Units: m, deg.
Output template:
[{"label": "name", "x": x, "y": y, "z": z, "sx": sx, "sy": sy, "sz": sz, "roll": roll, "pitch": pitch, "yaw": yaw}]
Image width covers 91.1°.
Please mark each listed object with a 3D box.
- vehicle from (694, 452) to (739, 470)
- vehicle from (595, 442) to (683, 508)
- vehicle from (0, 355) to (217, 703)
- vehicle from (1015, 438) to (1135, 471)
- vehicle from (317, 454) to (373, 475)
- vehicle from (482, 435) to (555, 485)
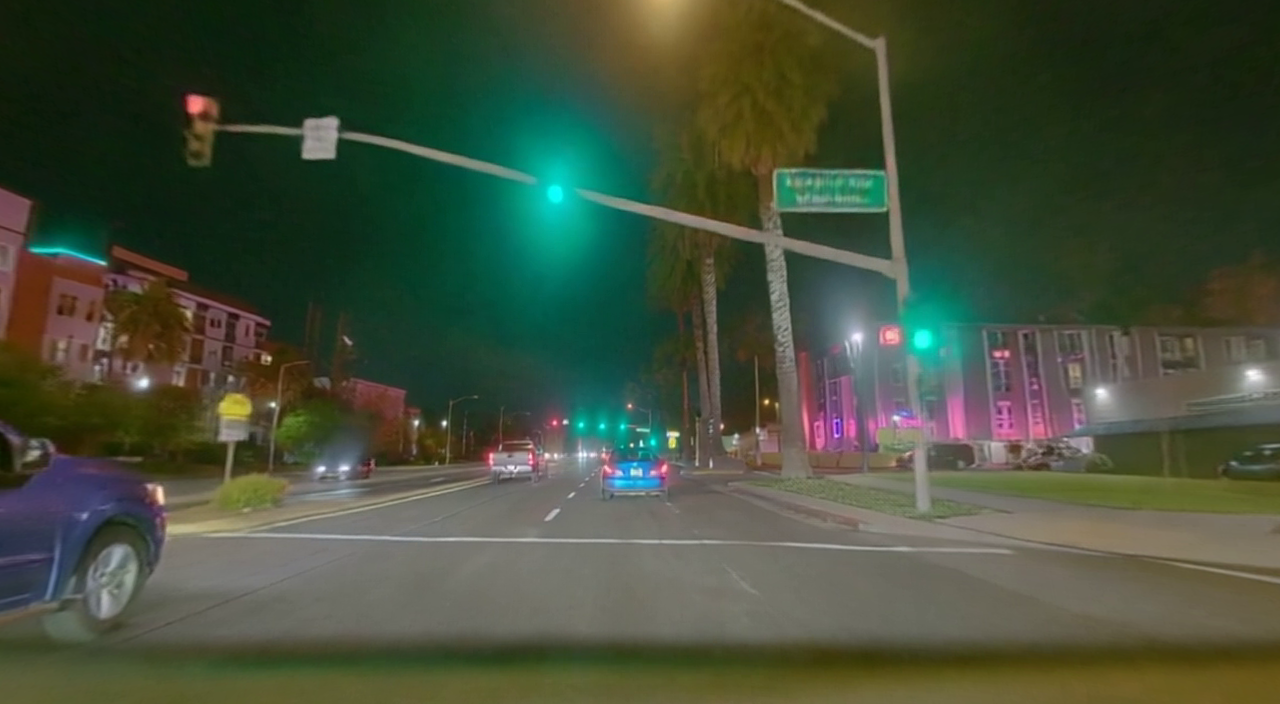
[{"label": "vehicle", "x": 5.597, "y": 7.913, "z": 45.665, "sx": 2.949, "sy": 1.209, "sz": 3.070, "roll": -2, "pitch": -9, "yaw": 13}, {"label": "vehicle", "x": -0.100, "y": 3.274, "z": 17.228, "sx": 2.122, "sy": 1.562, "sz": 4.152, "roll": 0, "pitch": -9, "yaw": -2}, {"label": "vehicle", "x": -4.540, "y": 0.783, "z": 2.060, "sx": 2.187, "sy": 1.904, "sz": 6.103, "roll": 0, "pitch": -9, "yaw": -2}, {"label": "vehicle", "x": 26.409, "y": 6.210, "z": 38.280, "sx": 5.602, "sy": 1.903, "sz": 2.128, "roll": -1, "pitch": -9, "yaw": 1}, {"label": "vehicle", "x": -22.939, "y": 8.745, "z": 49.038, "sx": 1.982, "sy": 1.482, "sz": 4.643, "roll": -1, "pitch": -9, "yaw": 1}, {"label": "vehicle", "x": -5.489, "y": 4.983, "z": 29.297, "sx": 2.447, "sy": 2.062, "sz": 5.911, "roll": 0, "pitch": -9, "yaw": -2}]
